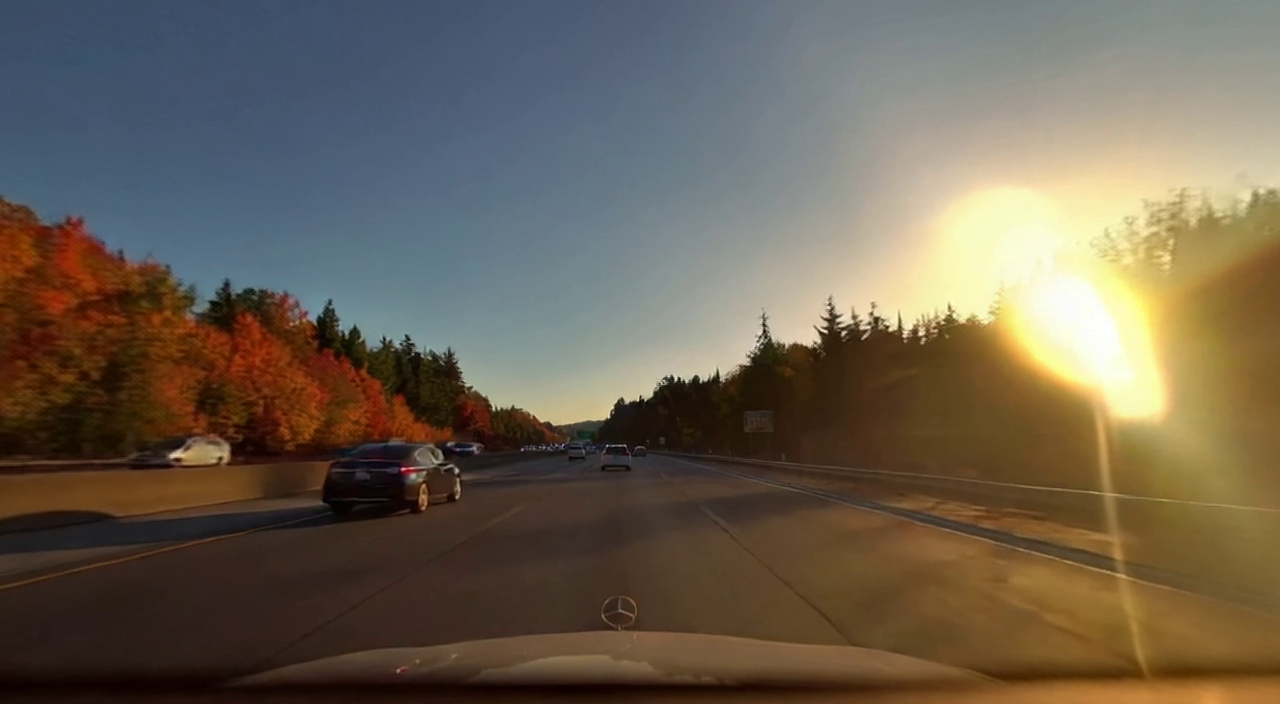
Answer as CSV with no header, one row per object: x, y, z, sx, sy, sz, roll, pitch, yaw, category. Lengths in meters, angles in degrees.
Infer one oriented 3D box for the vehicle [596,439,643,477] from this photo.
-0.980,5.102,30.388,2.115,1.661,4.049,0,-9,-2,vehicle

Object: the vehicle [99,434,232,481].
-18.763,4.207,25.081,1.960,1.677,4.332,0,-9,-1,vehicle

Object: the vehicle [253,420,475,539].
-4.625,2.219,11.509,1.974,1.688,4.727,0,-9,-1,vehicle
